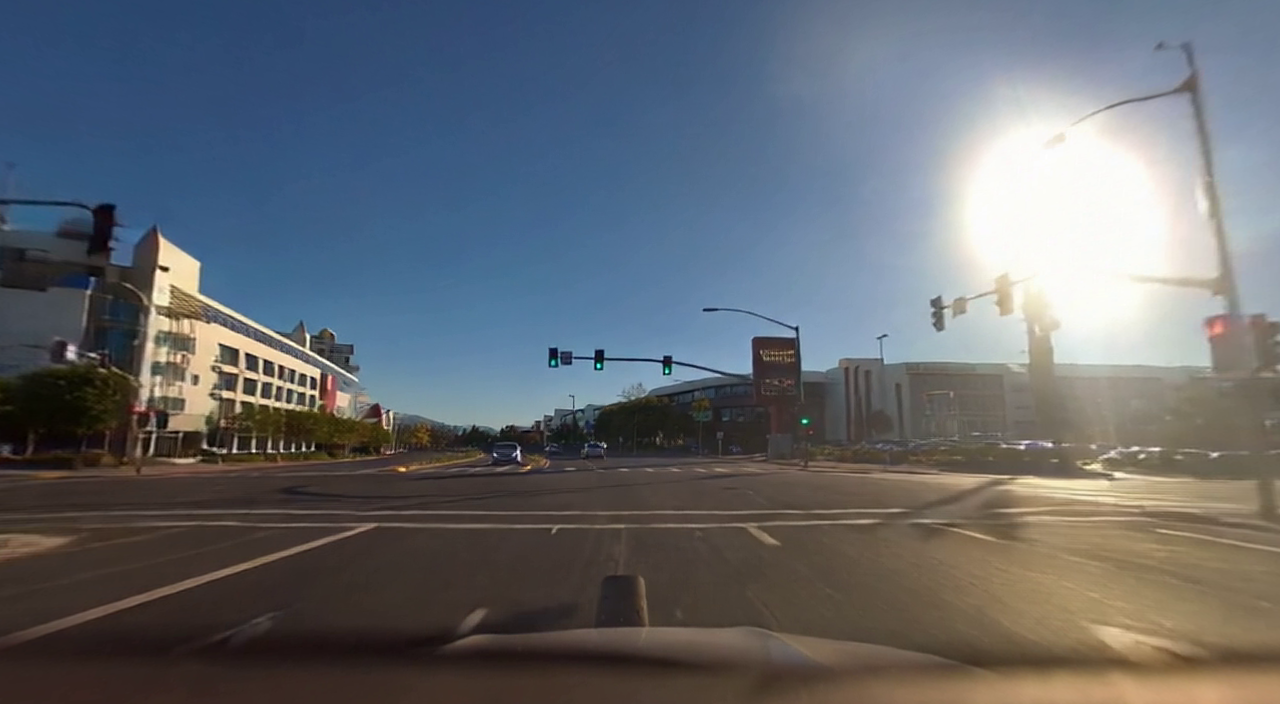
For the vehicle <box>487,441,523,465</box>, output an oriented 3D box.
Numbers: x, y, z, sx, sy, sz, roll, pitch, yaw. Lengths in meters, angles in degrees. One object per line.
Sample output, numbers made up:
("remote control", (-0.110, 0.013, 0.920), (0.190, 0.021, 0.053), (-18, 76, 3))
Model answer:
("vehicle", (-10.487, 7.901, 49.466), (2.175, 1.795, 4.640), (0, -8, -5))
